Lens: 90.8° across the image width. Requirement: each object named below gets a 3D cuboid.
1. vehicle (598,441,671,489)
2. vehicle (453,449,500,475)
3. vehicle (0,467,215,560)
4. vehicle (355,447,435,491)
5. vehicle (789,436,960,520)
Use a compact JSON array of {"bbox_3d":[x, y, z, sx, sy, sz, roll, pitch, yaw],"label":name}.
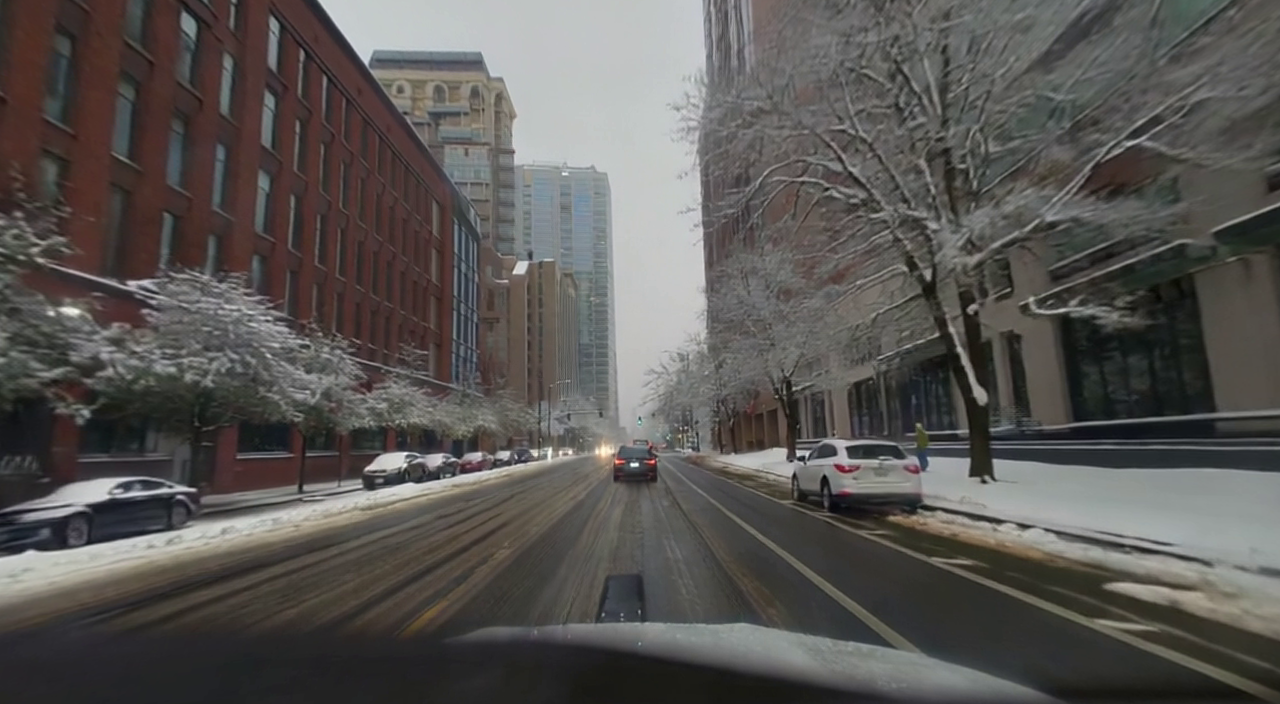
[{"bbox_3d":[-0.150,3.806,21.598,2.269,1.479,3.980,0,-8,1],"label":"vehicle"},{"bbox_3d":[-11.679,7.902,45.513,2.077,1.732,4.704,0,-8,1],"label":"vehicle"},{"bbox_3d":[-11.532,3.337,13.558,1.917,1.408,4.454,-4,-8,-2],"label":"vehicle"},{"bbox_3d":[-11.822,5.650,30.904,2.114,1.938,4.590,-1,-8,-1],"label":"vehicle"},{"bbox_3d":[5.000,2.724,14.230,2.075,1.584,4.201,0,-8,-2],"label":"vehicle"}]
